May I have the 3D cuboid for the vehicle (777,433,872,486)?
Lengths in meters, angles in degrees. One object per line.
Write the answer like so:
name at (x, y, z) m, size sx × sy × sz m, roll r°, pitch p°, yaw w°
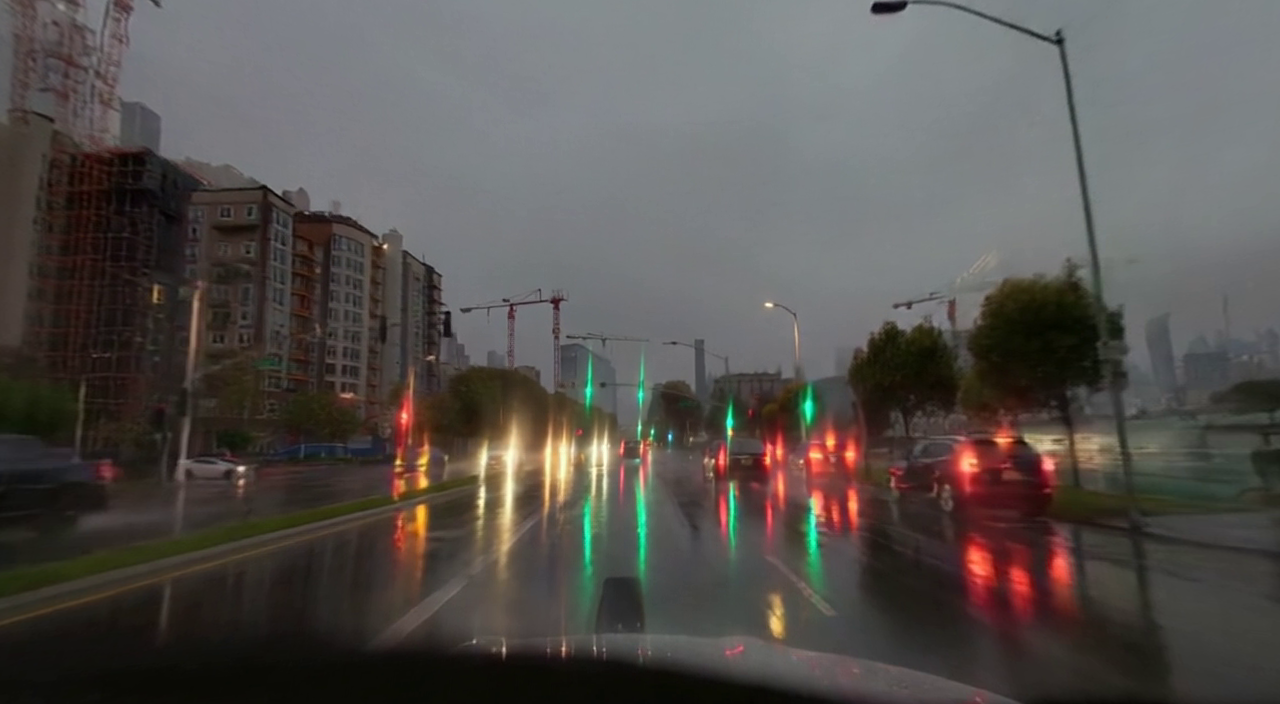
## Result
vehicle at (7.148, 4.240, 25.237) m, size 2.125 × 1.838 × 5.555 m, roll 0°, pitch -9°, yaw 0°

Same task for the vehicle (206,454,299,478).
vehicle at (-24.406, 7.172, 39.911) m, size 4.575 × 1.414 × 1.895 m, roll 0°, pitch -9°, yaw -5°

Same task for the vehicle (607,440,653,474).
vehicle at (-0.466, 4.938, 29.782) m, size 2.006 × 1.487 × 3.535 m, roll 0°, pitch -9°, yaw -1°

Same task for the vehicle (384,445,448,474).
vehicle at (-12.620, 6.064, 35.864) m, size 1.943 × 1.473 × 4.463 m, roll 0°, pitch -9°, yaw 0°

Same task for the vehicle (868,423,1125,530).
vehicle at (7.328, 2.621, 13.996) m, size 2.317 × 1.852 × 5.530 m, roll 0°, pitch -9°, yaw -2°

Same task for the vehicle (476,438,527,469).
vehicle at (-8.479, 6.246, 39.063) m, size 2.115 × 1.723 × 4.698 m, roll 0°, pitch -9°, yaw 0°

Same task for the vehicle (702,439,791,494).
vehicle at (3.105, 3.413, 19.232) m, size 1.910 × 1.474 × 4.003 m, roll 0°, pitch -9°, yaw -1°
